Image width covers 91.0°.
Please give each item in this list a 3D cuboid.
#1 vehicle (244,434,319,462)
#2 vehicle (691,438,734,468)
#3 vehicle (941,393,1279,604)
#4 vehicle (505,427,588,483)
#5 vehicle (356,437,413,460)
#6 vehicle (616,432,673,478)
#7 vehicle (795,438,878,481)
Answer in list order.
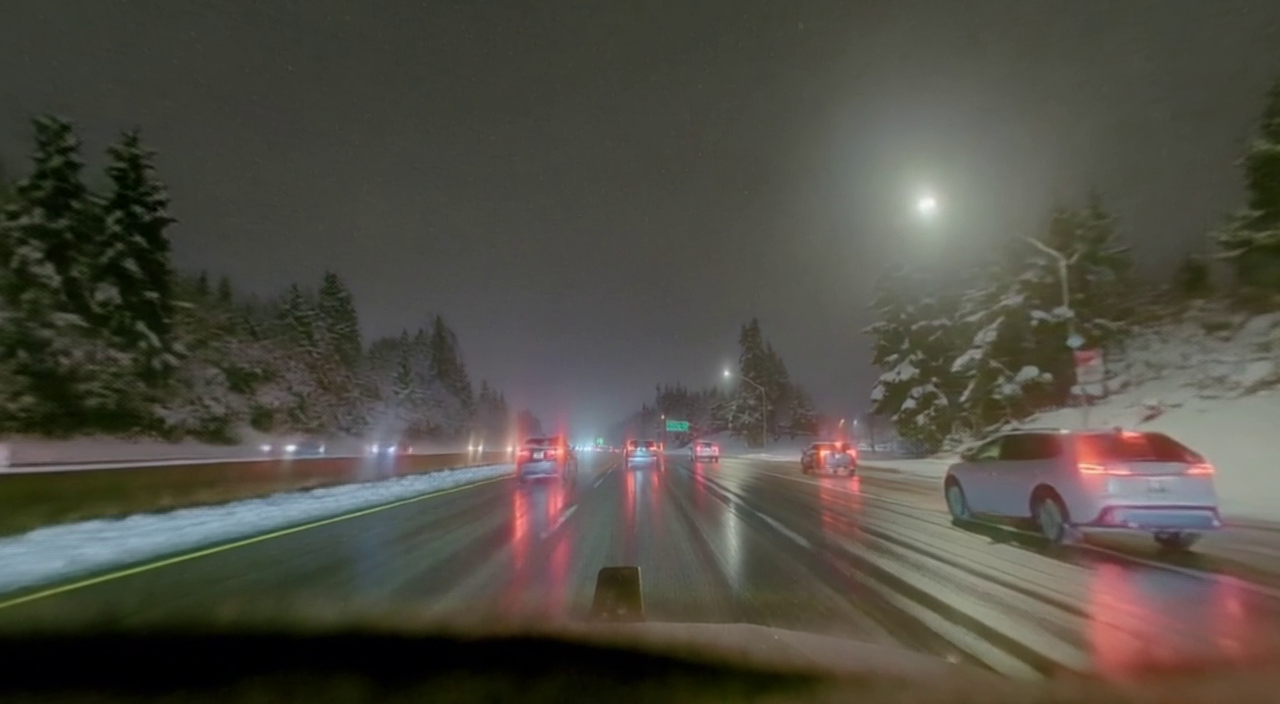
[{"bbox_3d":[-22.033,5.940,38.940,1.907,1.592,4.469,0,-9,1],"label":"vehicle"},{"bbox_3d":[4.312,6.119,38.133,2.022,1.682,4.226,1,-9,-1],"label":"vehicle"},{"bbox_3d":[5.675,1.520,7.421,2.041,1.669,4.712,0,-9,2],"label":"vehicle"},{"bbox_3d":[-3.219,3.678,22.782,2.199,1.777,4.790,0,-9,1],"label":"vehicle"},{"bbox_3d":[-18.039,6.844,44.734,1.992,1.524,4.843,0,-9,1],"label":"vehicle"},{"bbox_3d":[0.188,4.228,26.134,2.181,1.728,3.970,0,-9,0],"label":"vehicle"},{"bbox_3d":[7.751,4.274,25.242,1.989,1.569,3.964,1,-9,-1],"label":"vehicle"}]
